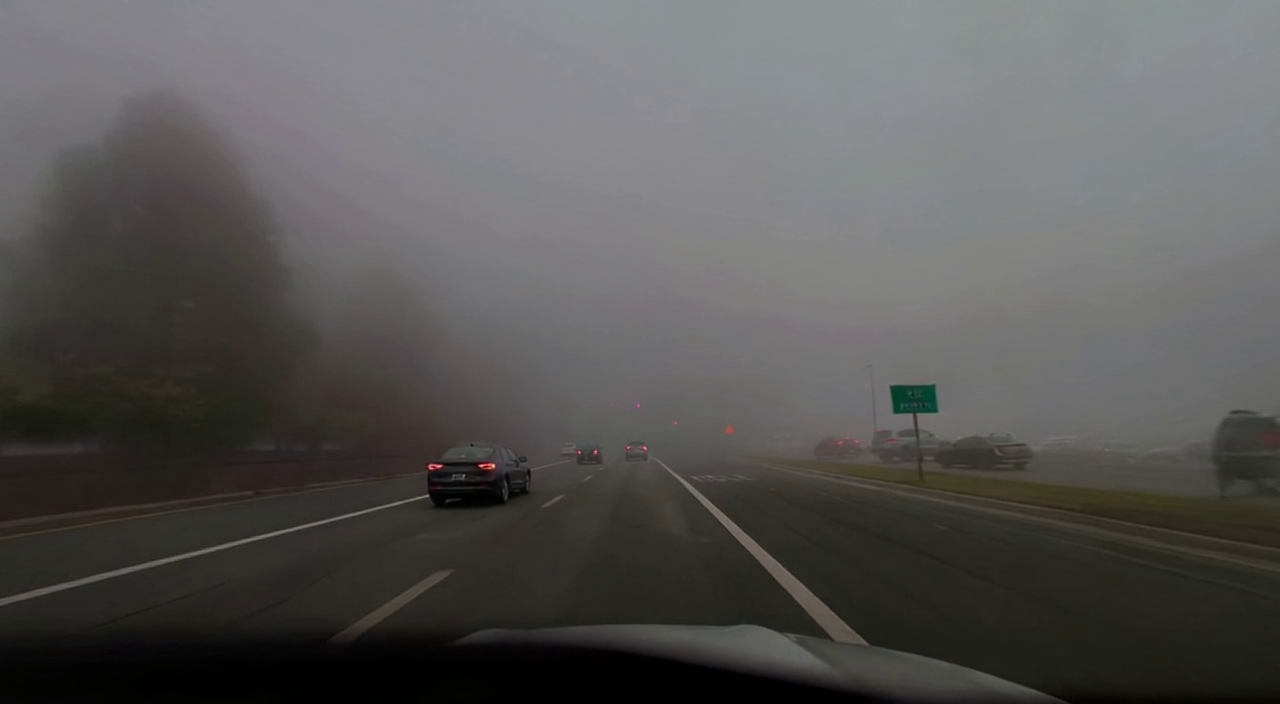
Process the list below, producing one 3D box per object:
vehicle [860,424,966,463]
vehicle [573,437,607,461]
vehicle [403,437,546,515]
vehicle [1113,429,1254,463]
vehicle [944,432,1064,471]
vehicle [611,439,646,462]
[{"bbox_3d":[14.951,5.008,34.579,5.394,1.994,2.228,4,-9,-26],"label":"vehicle"},{"bbox_3d":[-3.778,7.440,48.441,2.144,1.732,4.279,-1,-8,2],"label":"vehicle"},{"bbox_3d":[-3.501,2.705,14.368,1.920,1.480,4.549,0,-8,2],"label":"vehicle"},{"bbox_3d":[25.161,4.398,29.472,4.528,1.450,1.889,-4,-9,26],"label":"vehicle"},{"bbox_3d":[14.908,4.062,25.875,4.505,1.472,2.020,4,-10,-27],"label":"vehicle"},{"bbox_3d":[-0.716,6.687,42.913,2.231,1.481,4.489,0,-8,0],"label":"vehicle"}]
